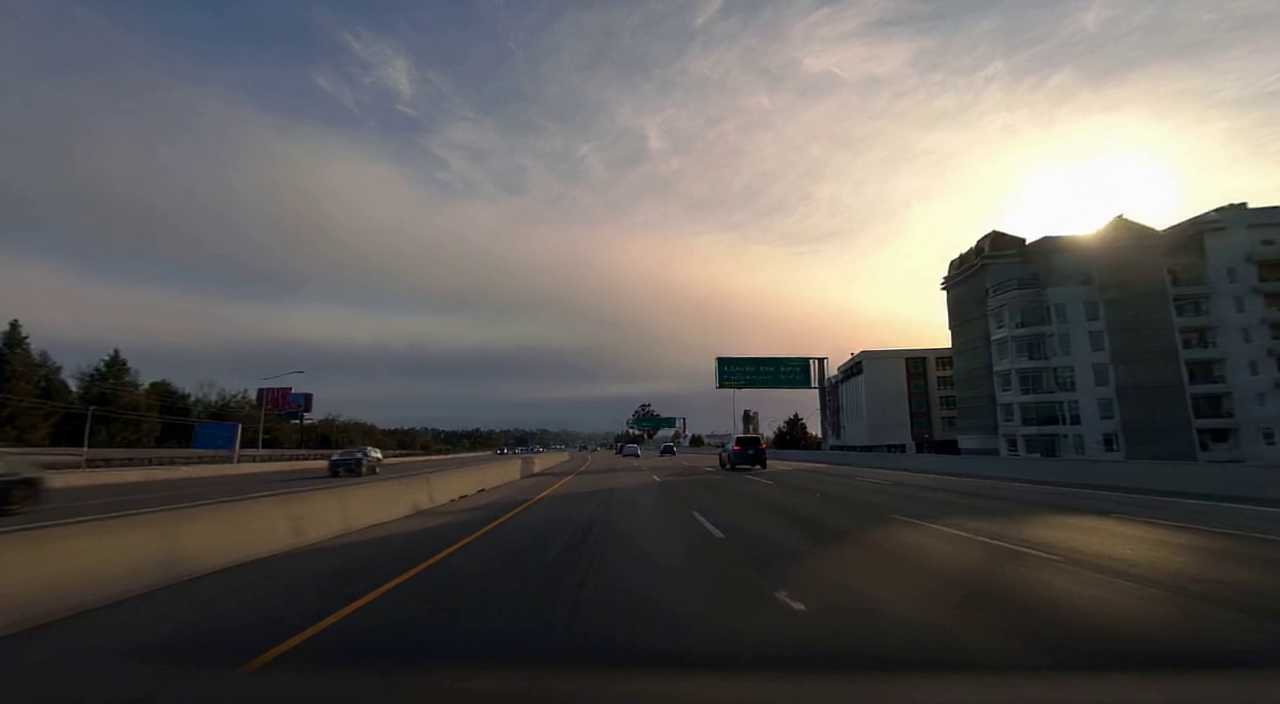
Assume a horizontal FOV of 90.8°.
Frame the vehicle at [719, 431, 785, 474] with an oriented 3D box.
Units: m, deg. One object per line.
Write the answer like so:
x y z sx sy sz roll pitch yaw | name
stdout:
5.488 5.027 31.780 2.181 1.952 4.973 0 -9 -3 | vehicle

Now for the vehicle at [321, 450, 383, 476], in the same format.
-18.208 7.005 40.185 1.893 1.517 4.889 0 -9 -3 | vehicle
